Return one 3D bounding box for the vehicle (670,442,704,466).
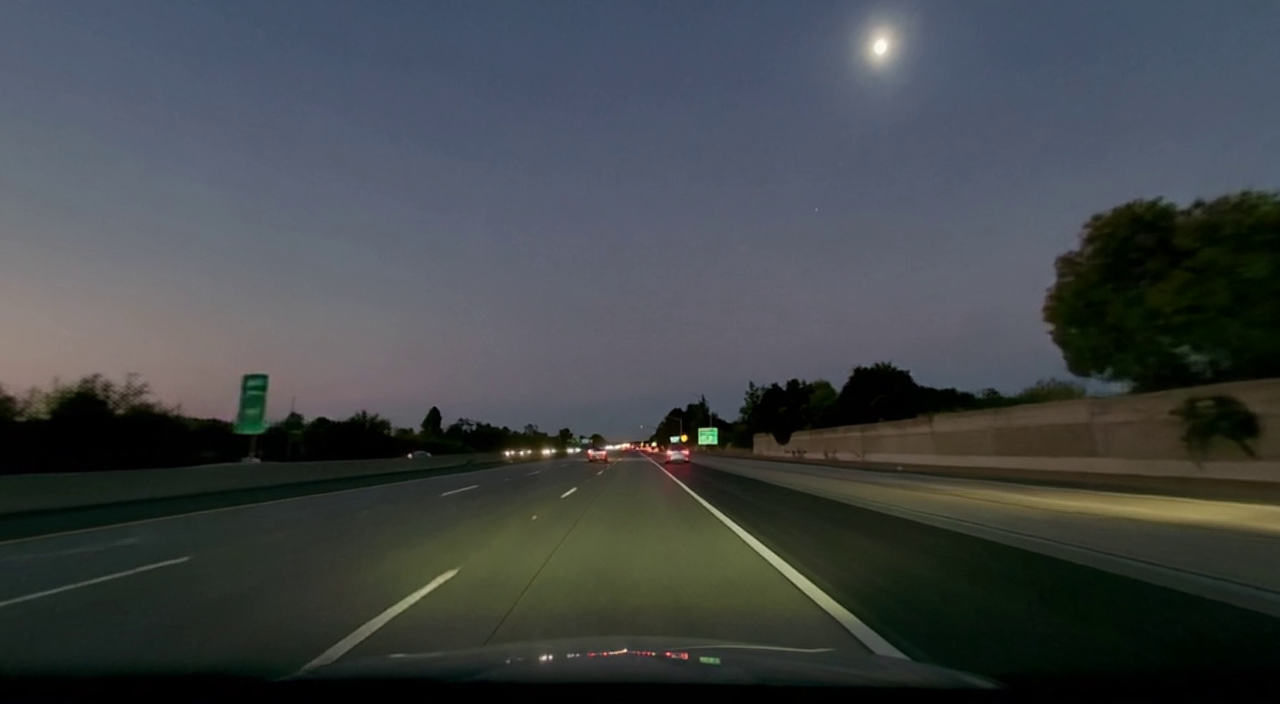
[{"bbox_3d":[3.411,7.553,46.975,2.130,1.677,4.317,0,-9,-1],"label":"vehicle"}]
